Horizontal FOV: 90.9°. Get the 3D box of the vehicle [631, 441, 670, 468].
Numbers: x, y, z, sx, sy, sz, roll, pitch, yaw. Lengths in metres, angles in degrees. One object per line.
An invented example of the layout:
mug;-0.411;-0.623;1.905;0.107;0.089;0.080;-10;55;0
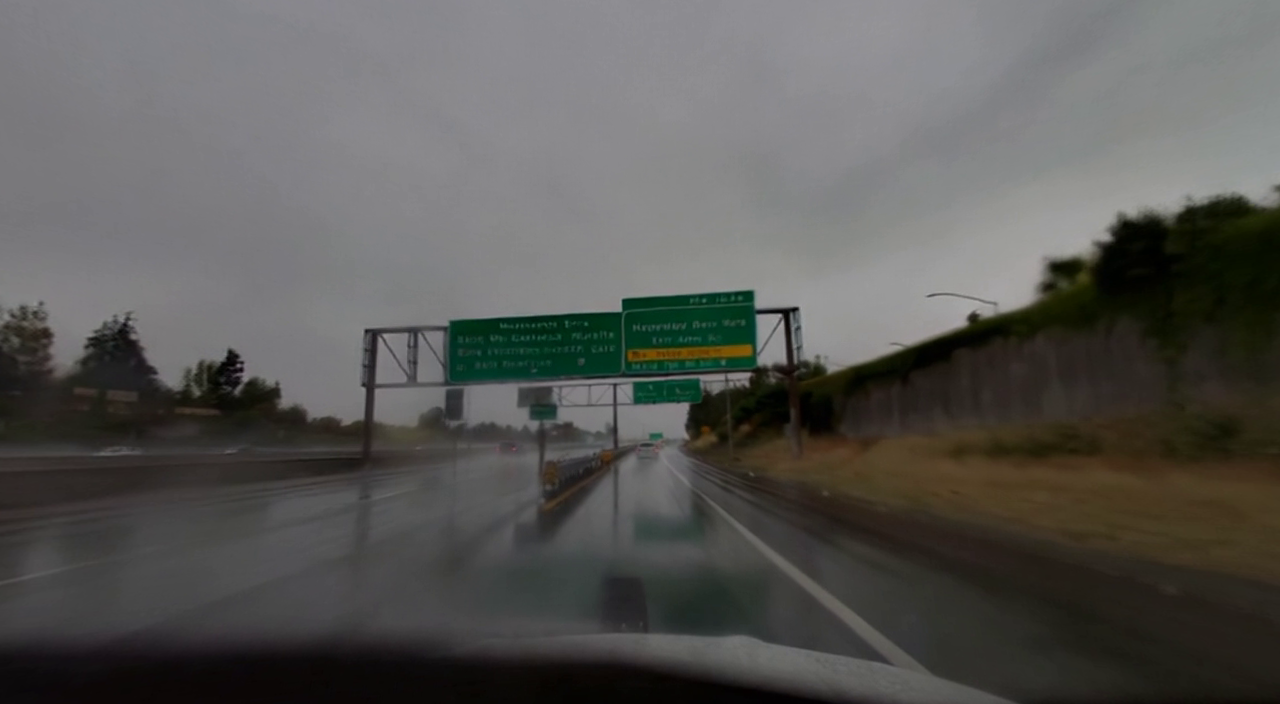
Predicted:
vehicle;0.526;5.918;36.593;2.137;1.461;3.999;0;-8;-1
